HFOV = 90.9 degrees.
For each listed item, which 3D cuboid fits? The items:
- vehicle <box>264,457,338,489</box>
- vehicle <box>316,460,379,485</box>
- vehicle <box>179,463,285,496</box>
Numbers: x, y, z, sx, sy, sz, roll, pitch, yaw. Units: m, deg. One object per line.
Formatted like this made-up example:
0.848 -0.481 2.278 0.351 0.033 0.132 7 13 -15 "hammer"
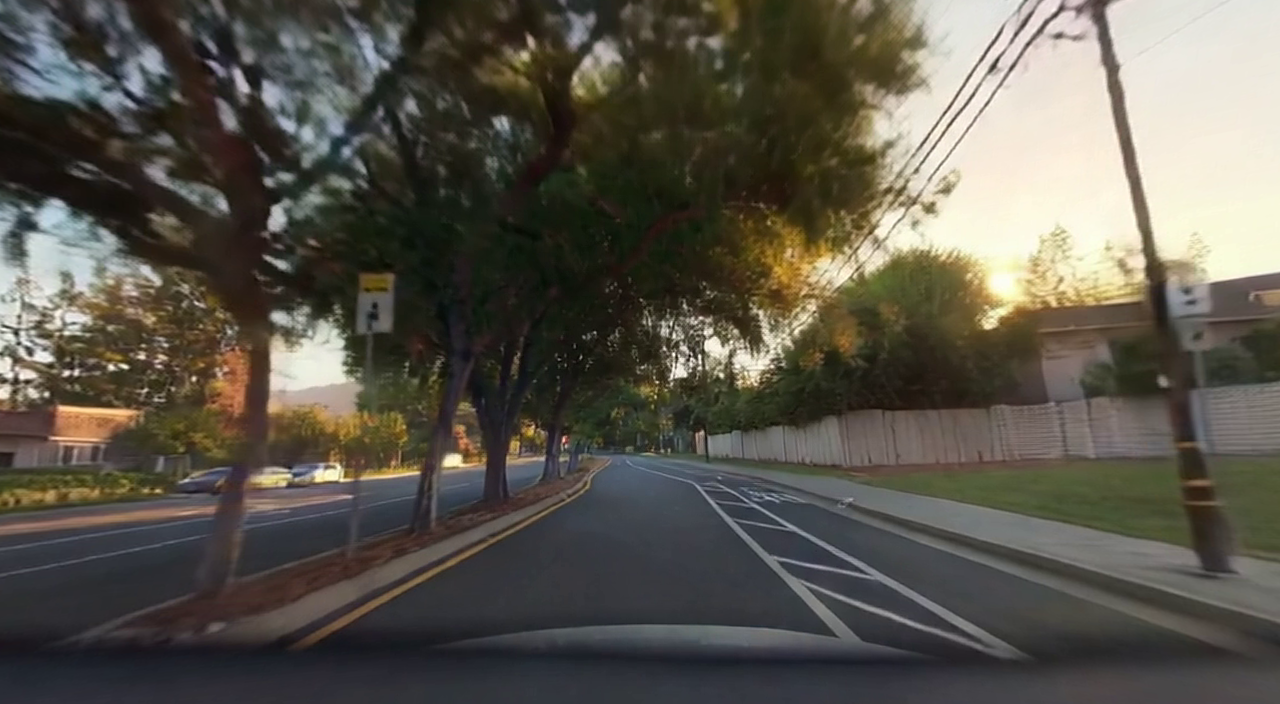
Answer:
-21.464 7.666 40.135 1.974 1.704 4.628 0 -8 2 "vehicle"
-21.259 8.768 46.114 1.954 1.575 5.225 -1 -8 2 "vehicle"
-21.485 6.710 33.512 1.919 1.497 5.140 -1 -9 4 "vehicle"
